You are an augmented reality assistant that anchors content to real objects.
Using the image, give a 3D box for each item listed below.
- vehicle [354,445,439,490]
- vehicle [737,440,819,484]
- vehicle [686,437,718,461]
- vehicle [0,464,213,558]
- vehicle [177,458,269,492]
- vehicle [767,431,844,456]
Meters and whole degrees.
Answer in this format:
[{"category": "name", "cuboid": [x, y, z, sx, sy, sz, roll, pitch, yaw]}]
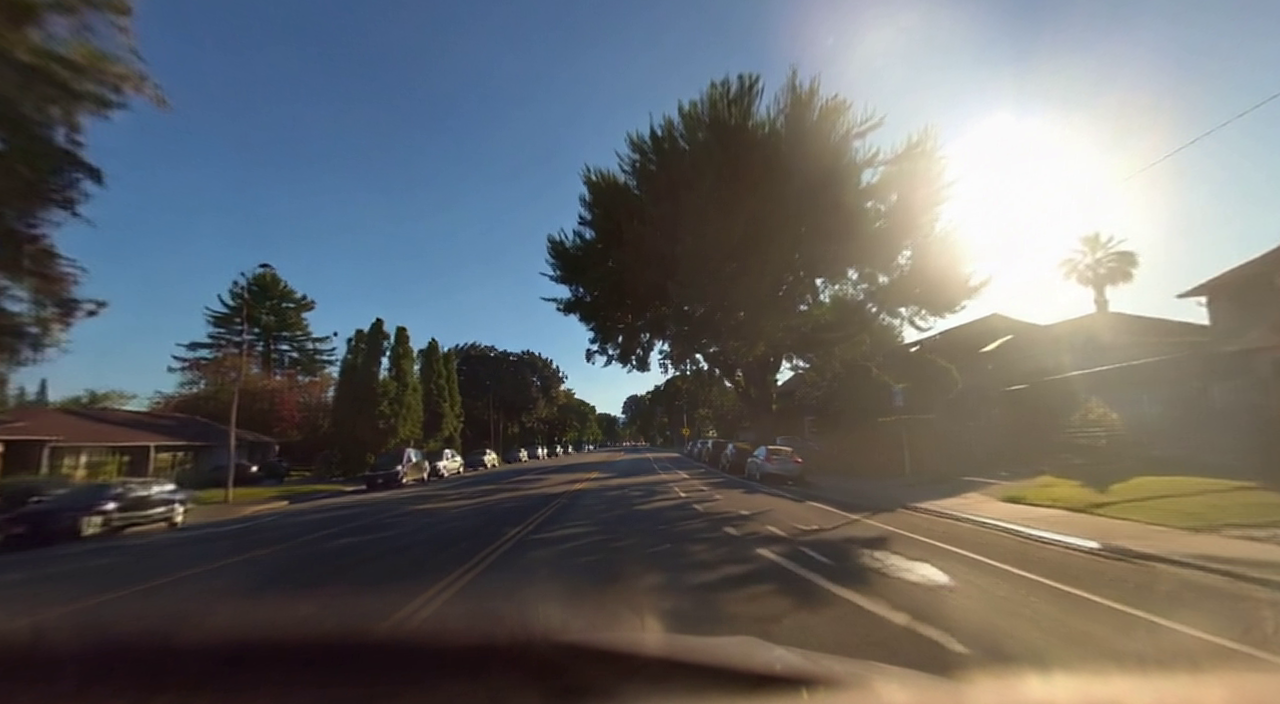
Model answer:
[{"category": "vehicle", "cuboid": [-12.215, 5.800, 32.111, 2.156, 1.935, 5.464, -4, -9, 0]}, {"category": "vehicle", "cuboid": [4.992, 4.044, 23.541, 1.923, 1.454, 4.460, 0, -8, -2]}, {"category": "vehicle", "cuboid": [4.695, 7.395, 48.331, 1.919, 1.698, 4.747, 0, -8, 0]}, {"category": "vehicle", "cuboid": [-12.162, 3.475, 14.273, 1.872, 1.472, 4.719, -7, -8, -2]}, {"category": "vehicle", "cuboid": [-21.974, 6.473, 33.505, 1.823, 1.595, 4.174, -1, -8, 3]}, {"category": "vehicle", "cuboid": [11.130, 6.221, 42.780, 4.622, 1.595, 2.105, -1, -8, 3]}]
